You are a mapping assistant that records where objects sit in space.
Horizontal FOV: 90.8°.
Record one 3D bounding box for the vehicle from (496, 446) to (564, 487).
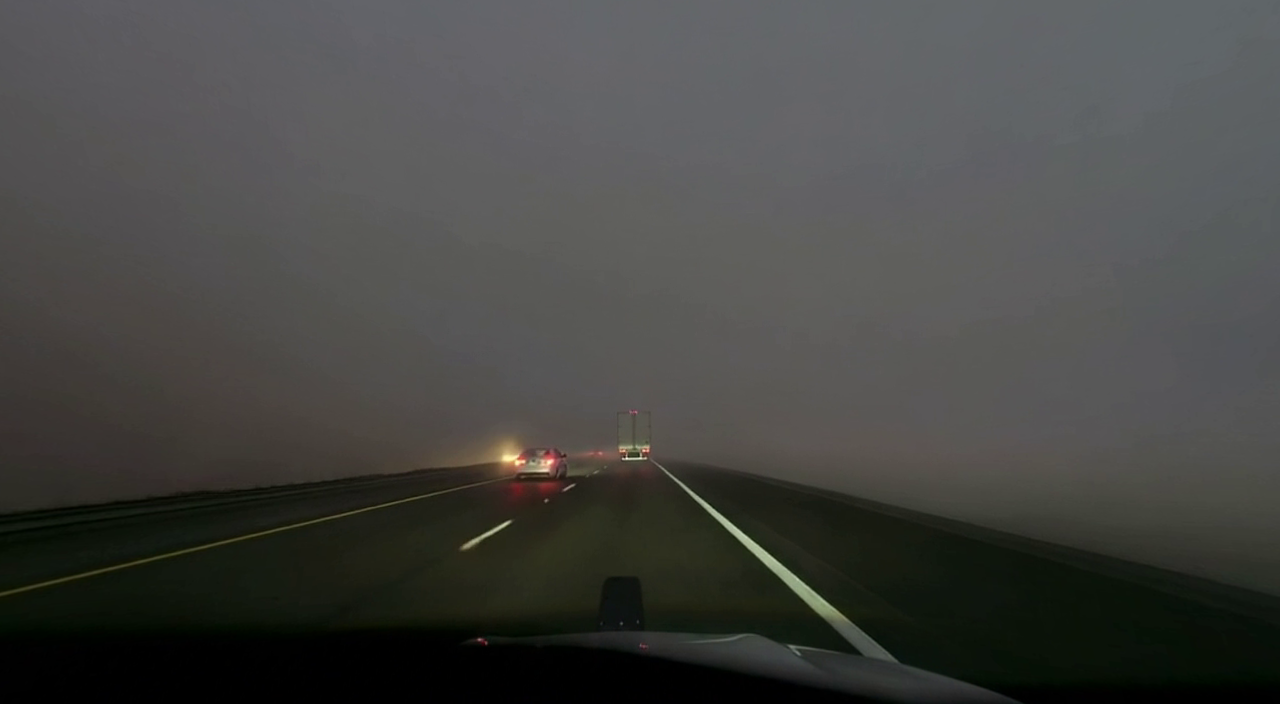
[{"bbox_3d":[-4.353,4.605,25.623,1.978,1.507,4.062,0,-9,1],"label":"vehicle"}]
